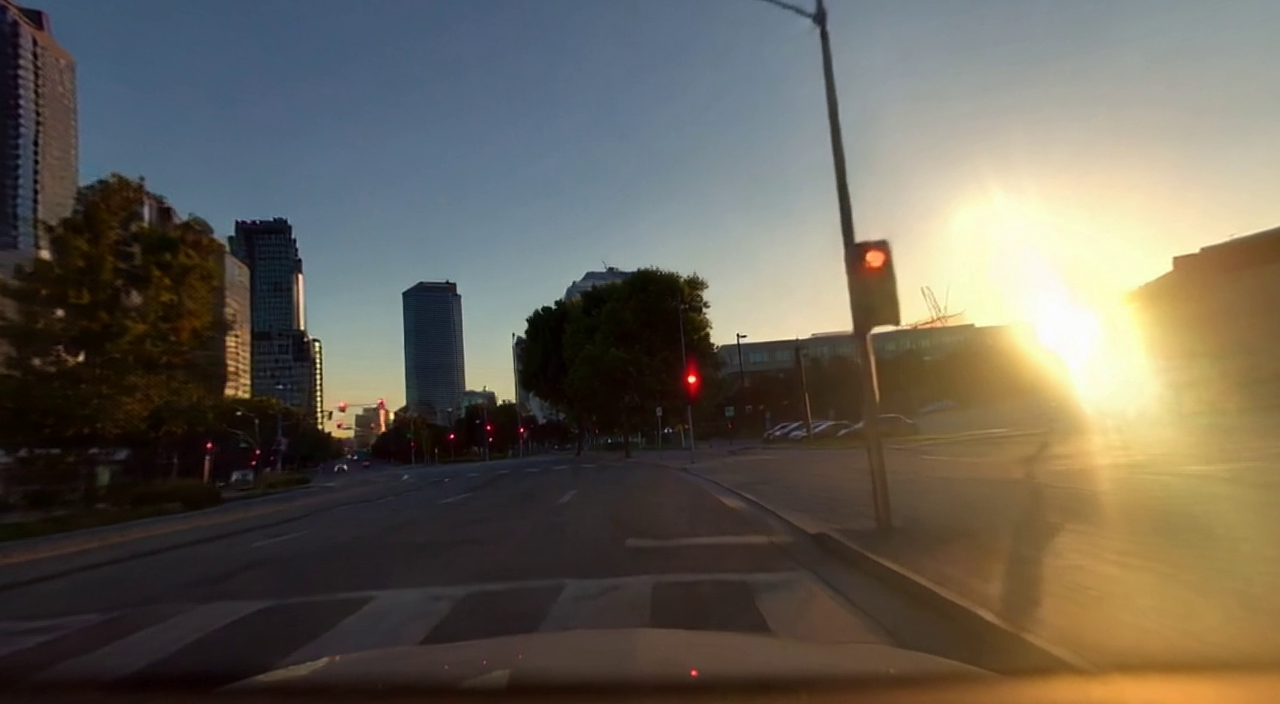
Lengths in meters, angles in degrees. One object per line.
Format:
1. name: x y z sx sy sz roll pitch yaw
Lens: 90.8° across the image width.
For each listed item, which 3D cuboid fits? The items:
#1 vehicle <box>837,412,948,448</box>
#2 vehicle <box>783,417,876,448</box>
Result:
1. vehicle: 11.727 3.667 29.516 4.332 1.581 2.028 1 -8 -11
2. vehicle: 10.403 4.453 34.809 4.400 1.584 1.964 2 -9 -12
